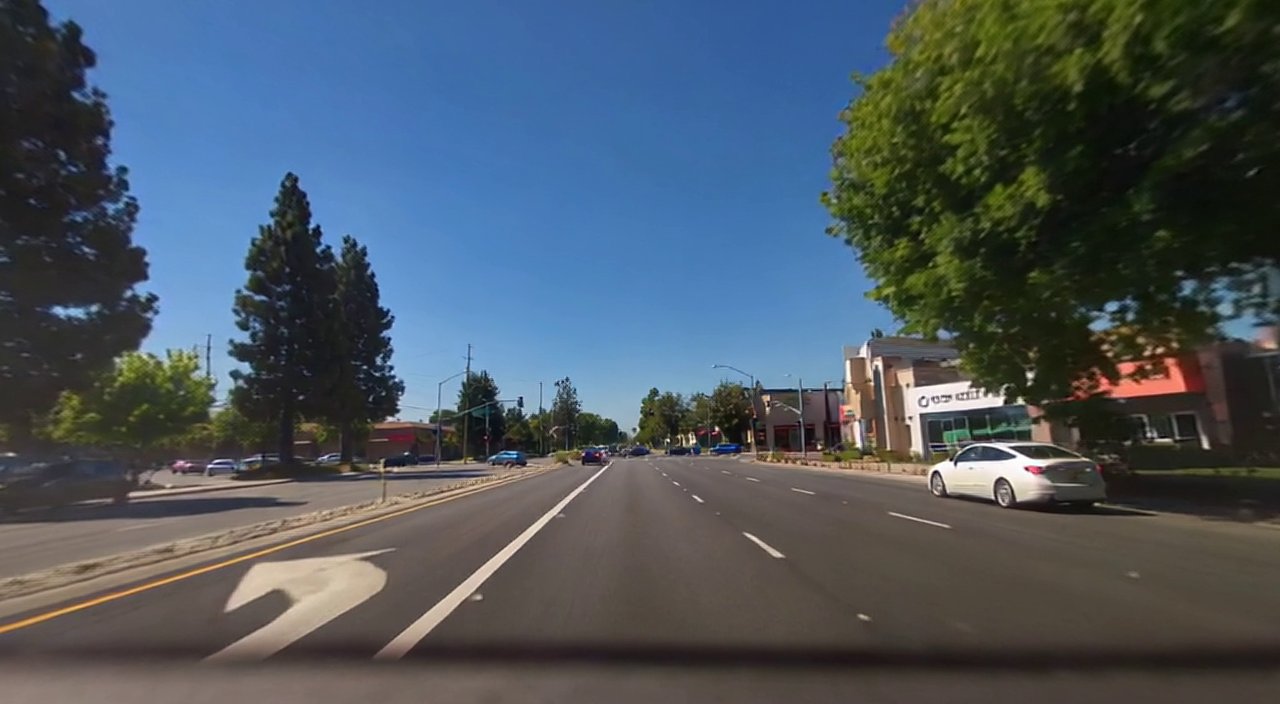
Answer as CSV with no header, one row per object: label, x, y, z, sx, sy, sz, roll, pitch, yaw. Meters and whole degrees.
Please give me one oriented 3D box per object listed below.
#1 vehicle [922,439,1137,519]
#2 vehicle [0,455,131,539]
vehicle,8.193,2.676,13.880,1.936,1.460,4.258,0,-8,-1
vehicle,-12.851,3.133,14.344,1.857,1.494,4.523,6,-11,-38
